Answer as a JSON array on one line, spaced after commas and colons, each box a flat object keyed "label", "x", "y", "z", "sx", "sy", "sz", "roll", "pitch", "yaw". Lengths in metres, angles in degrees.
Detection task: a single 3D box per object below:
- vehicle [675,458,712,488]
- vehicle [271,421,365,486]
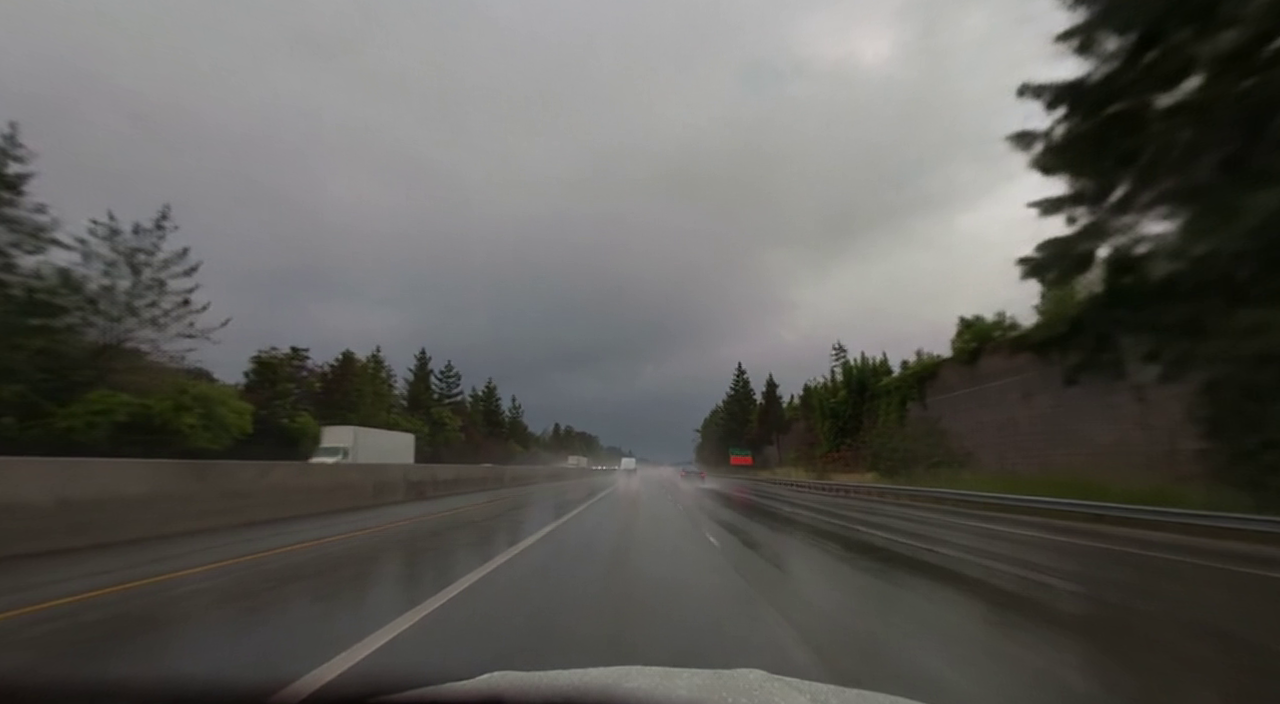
[{"label": "vehicle", "x": 3.615, "y": 8.304, "z": 43.398, "sx": 2.093, "sy": 1.933, "sz": 4.623, "roll": 1, "pitch": -10, "yaw": 0}, {"label": "vehicle", "x": -21.733, "y": 6.991, "z": 42.978, "sx": 3.009, "sy": 4.028, "sz": 5.845, "roll": 1, "pitch": -10, "yaw": 1}]
